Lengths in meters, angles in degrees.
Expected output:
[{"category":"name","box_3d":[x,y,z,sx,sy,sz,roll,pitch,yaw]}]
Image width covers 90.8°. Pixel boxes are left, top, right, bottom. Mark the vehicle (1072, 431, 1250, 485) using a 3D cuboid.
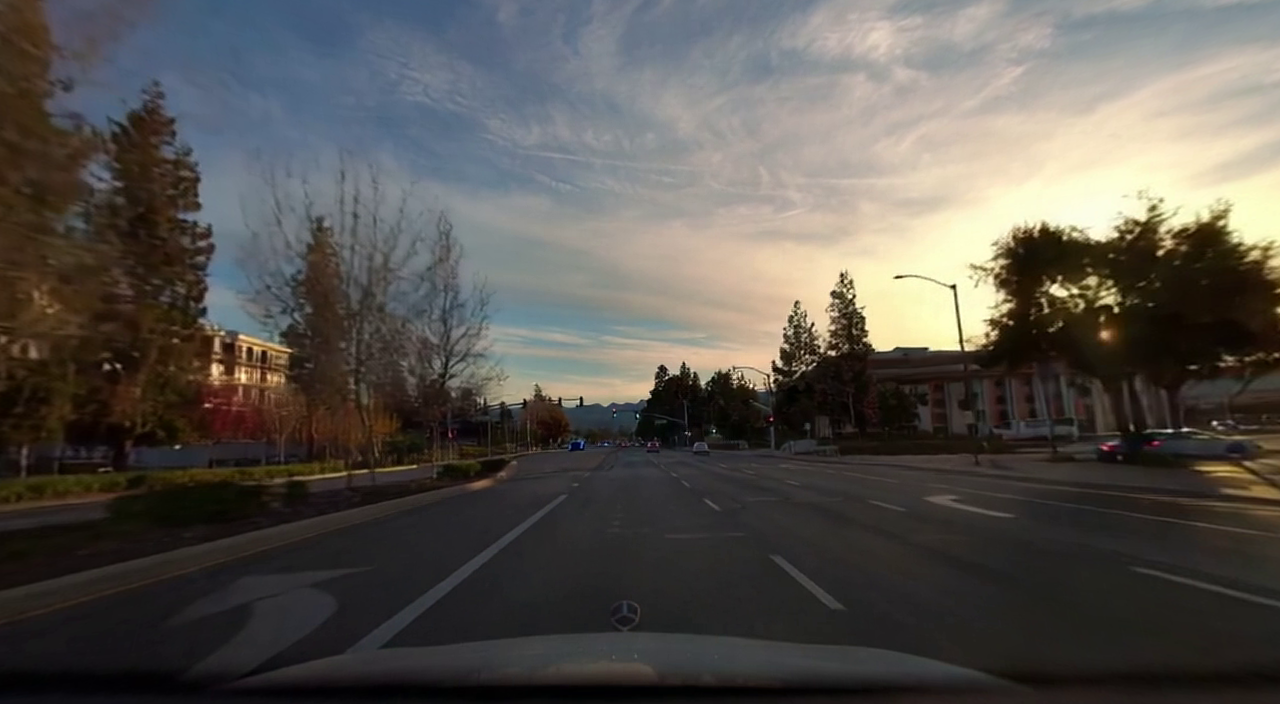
[{"category":"vehicle","box_3d":[18.064,3.683,22.073,4.427,1.747,2.024,0,-9,-2]}]
